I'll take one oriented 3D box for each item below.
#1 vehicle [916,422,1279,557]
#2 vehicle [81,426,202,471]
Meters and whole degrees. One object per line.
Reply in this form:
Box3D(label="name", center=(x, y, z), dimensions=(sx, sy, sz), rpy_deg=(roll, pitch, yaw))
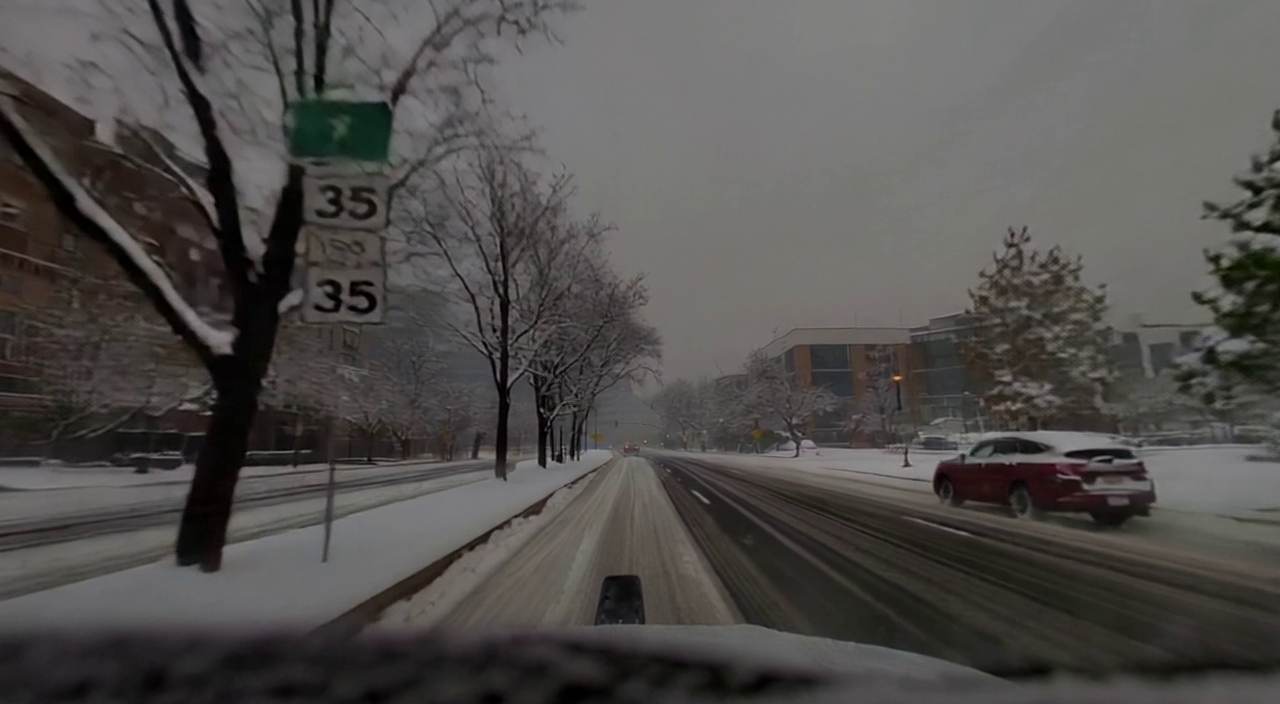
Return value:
Box3D(label="vehicle", center=(6.545, 1.970, 9.881), dimensions=(2.088, 1.524, 5.085), rpy_deg=(0, -9, -1))
Box3D(label="vehicle", center=(-34.822, 6.759, 44.298), dimensions=(6.180, 2.962, 2.395), rpy_deg=(0, -9, -4))
